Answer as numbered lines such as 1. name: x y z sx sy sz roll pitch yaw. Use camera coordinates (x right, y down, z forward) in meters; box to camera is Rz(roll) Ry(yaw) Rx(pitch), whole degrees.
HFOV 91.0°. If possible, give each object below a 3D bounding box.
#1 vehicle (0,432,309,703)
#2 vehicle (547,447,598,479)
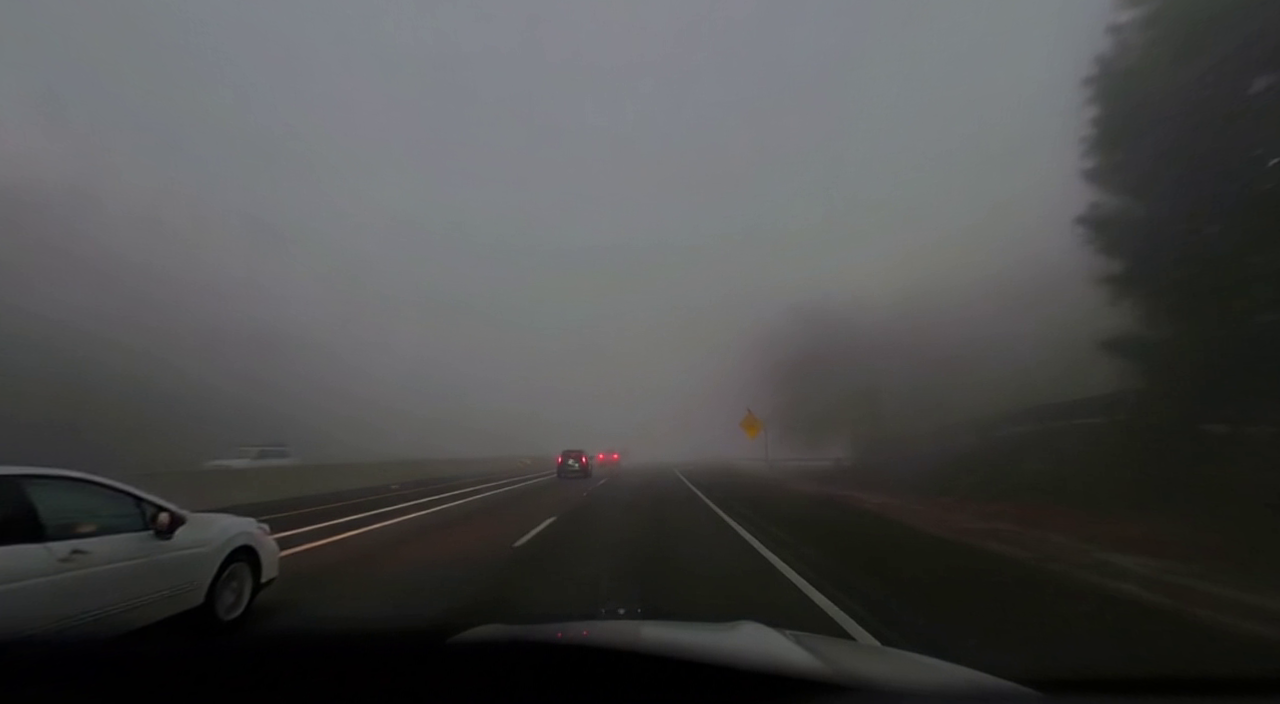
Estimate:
1. vehicle: -4.027 1.195 3.392 2.011 1.481 4.434 0 -9 1
2. vehicle: -3.411 5.763 32.830 2.044 1.527 4.607 0 -9 1
